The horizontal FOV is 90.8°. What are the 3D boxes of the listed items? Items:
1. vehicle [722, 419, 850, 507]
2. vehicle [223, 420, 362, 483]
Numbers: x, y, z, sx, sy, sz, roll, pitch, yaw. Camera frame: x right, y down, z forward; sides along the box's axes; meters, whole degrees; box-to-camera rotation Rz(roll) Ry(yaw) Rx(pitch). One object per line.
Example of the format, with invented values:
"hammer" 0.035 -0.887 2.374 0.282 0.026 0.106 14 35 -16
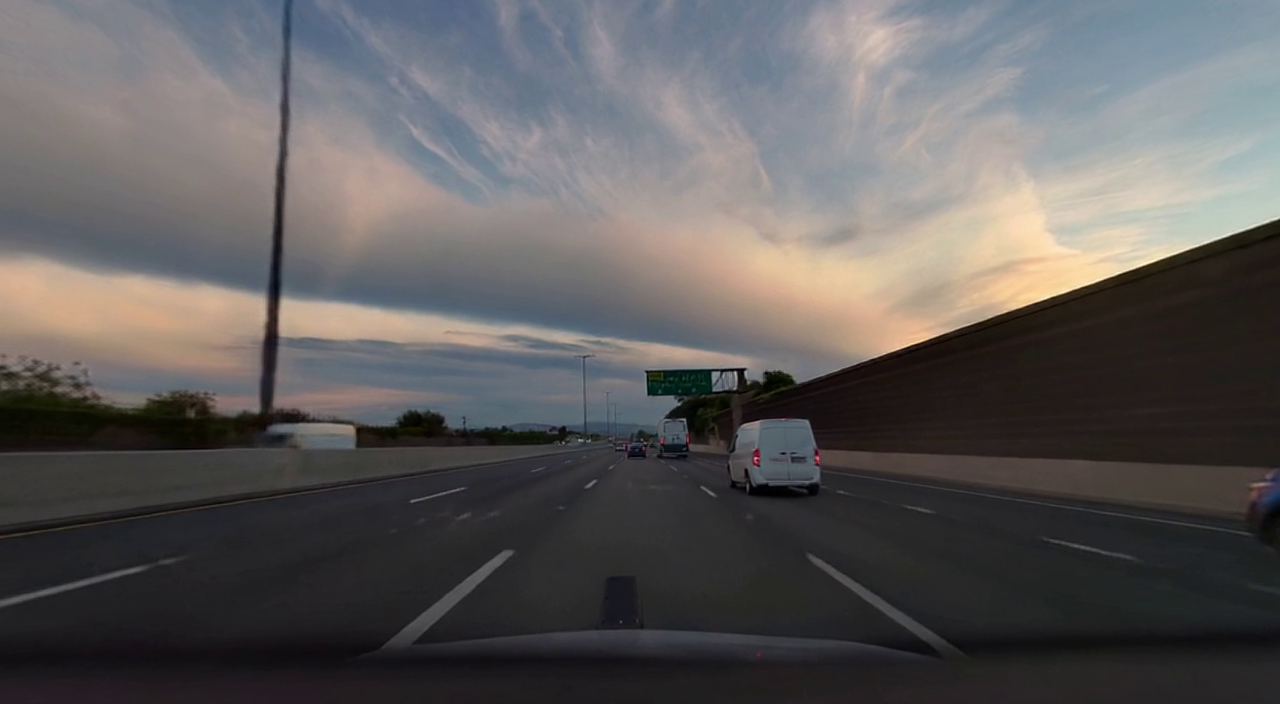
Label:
"vehicle" 3.548 2.819 16.422 2.035 1.931 4.841 0 -9 -1
"vehicle" -17.705 5.182 33.074 2.792 2.832 8.825 1 -9 -4
